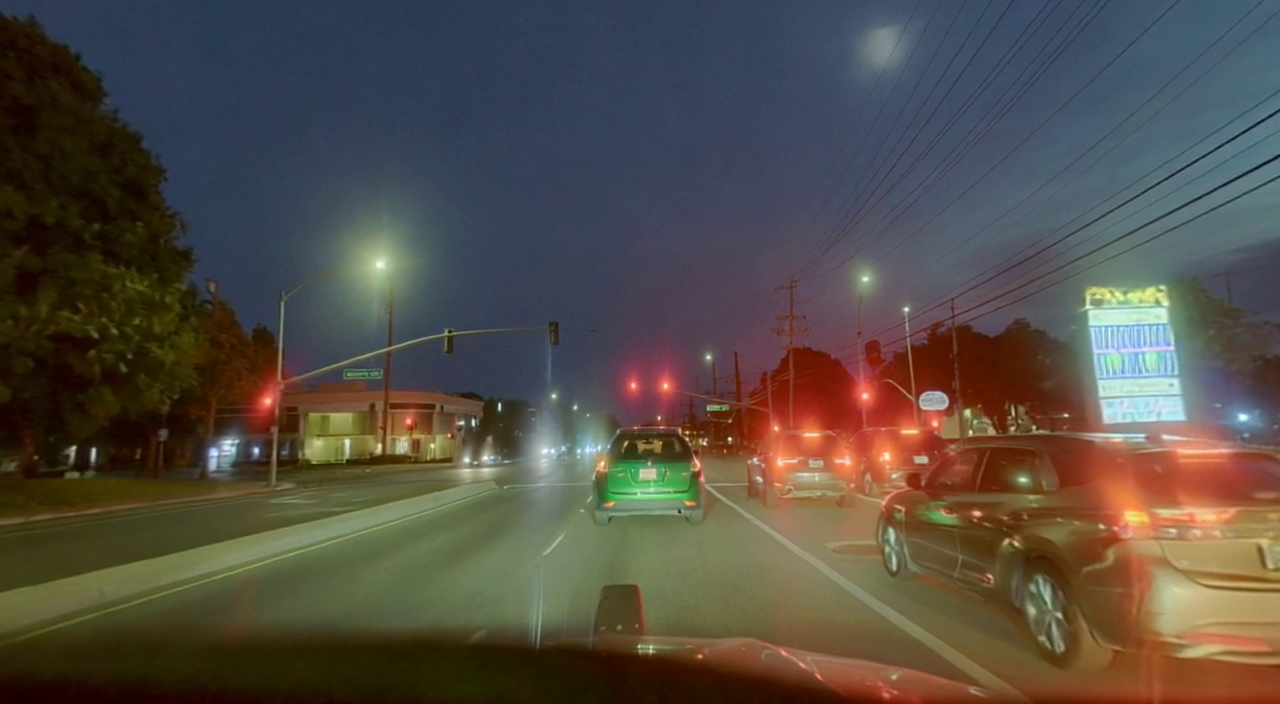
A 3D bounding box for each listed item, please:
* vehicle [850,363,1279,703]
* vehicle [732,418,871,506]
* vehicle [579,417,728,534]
[{"bbox_3d":[3.324,1.165,4.801,1.998,1.620,4.267,0,-9,1],"label":"vehicle"},{"bbox_3d":[3.699,2.633,15.506,2.060,1.789,4.712,0,-9,-1],"label":"vehicle"},{"bbox_3d":[0.189,2.084,11.177,2.149,1.668,3.962,0,-9,0],"label":"vehicle"}]
